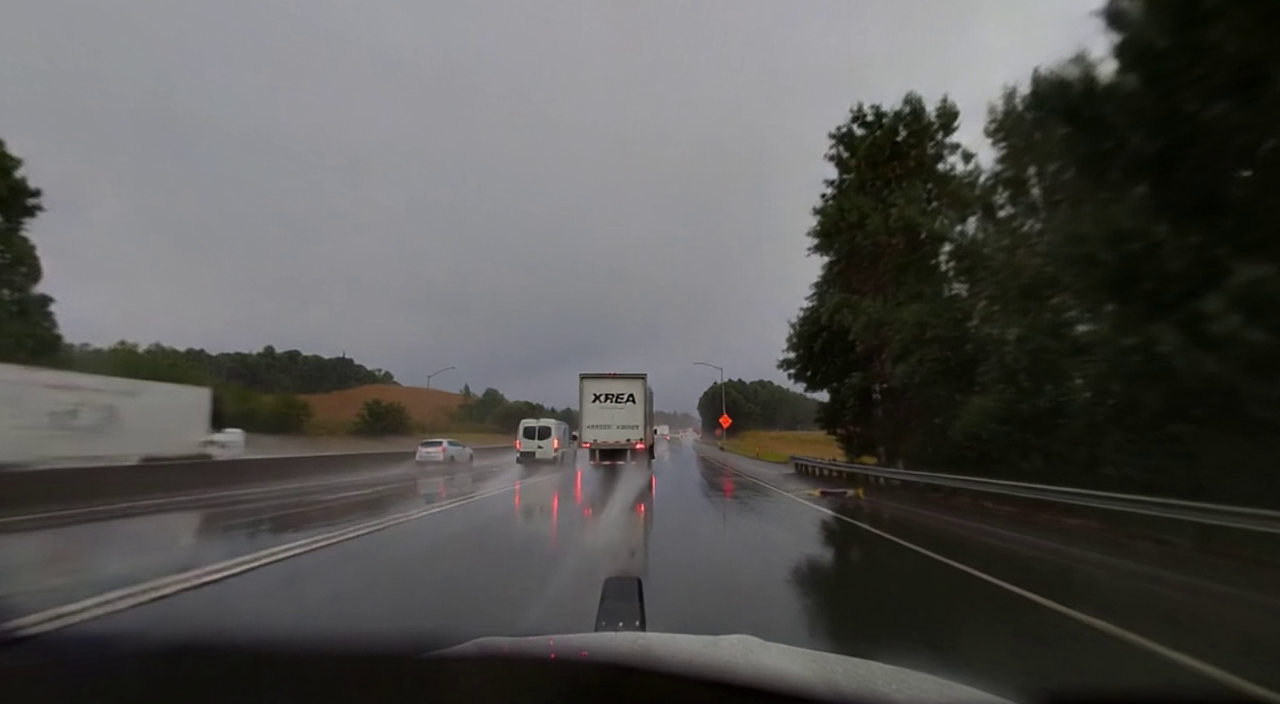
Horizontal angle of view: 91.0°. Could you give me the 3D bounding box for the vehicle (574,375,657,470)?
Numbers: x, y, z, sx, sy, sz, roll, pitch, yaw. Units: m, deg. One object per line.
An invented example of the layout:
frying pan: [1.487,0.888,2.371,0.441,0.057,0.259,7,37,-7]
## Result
vehicle: [-0.895,3.772,31.673,3.183,4.011,9.617,0,-9,3]

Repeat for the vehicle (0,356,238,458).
vehicle: [-26.370,2.961,30.217,2.987,3.968,15.784,0,-9,3]

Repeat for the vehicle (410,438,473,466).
vehicle: [-11.572,5.854,37.035,1.901,1.487,4.622,0,-8,4]

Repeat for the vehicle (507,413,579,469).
vehicle: [-4.936,4.676,33.043,2.469,2.615,5.874,0,-8,3]
